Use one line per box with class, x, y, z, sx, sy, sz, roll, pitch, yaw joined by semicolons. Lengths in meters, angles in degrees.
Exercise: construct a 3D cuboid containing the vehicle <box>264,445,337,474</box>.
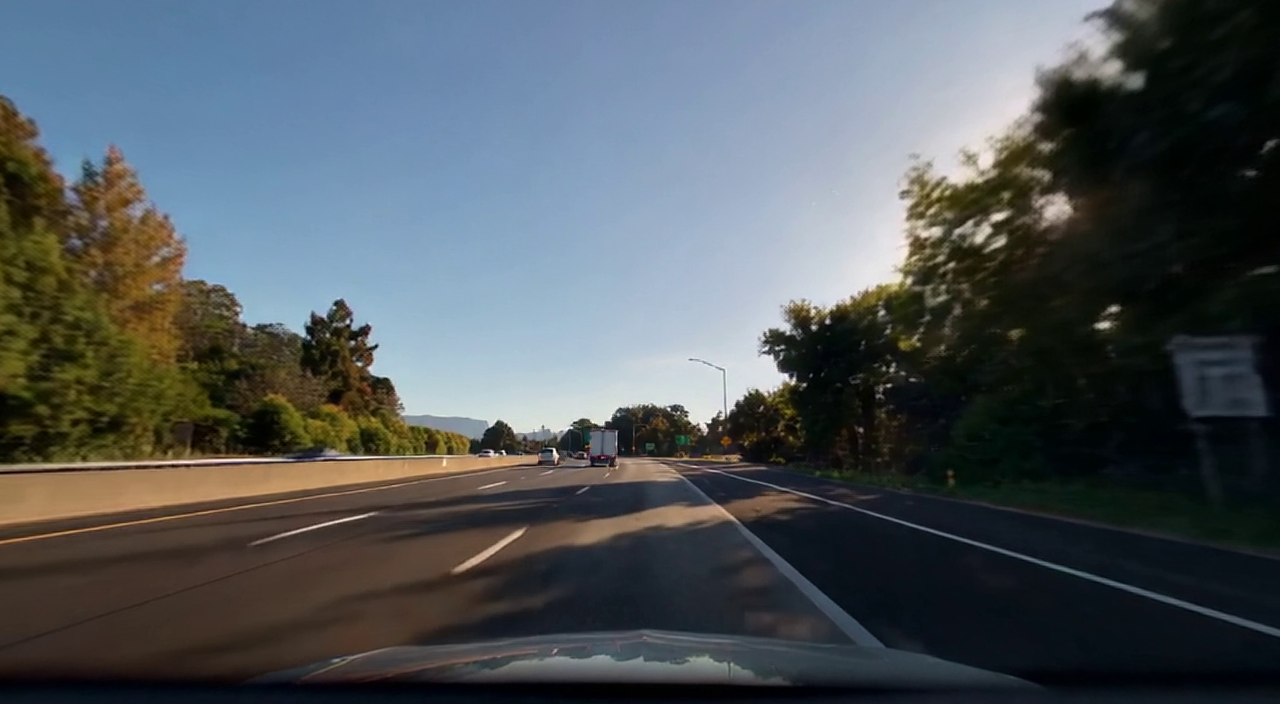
vehicle;-21.034;6.668;39.323;1.989;1.658;4.584;0;-9;0
